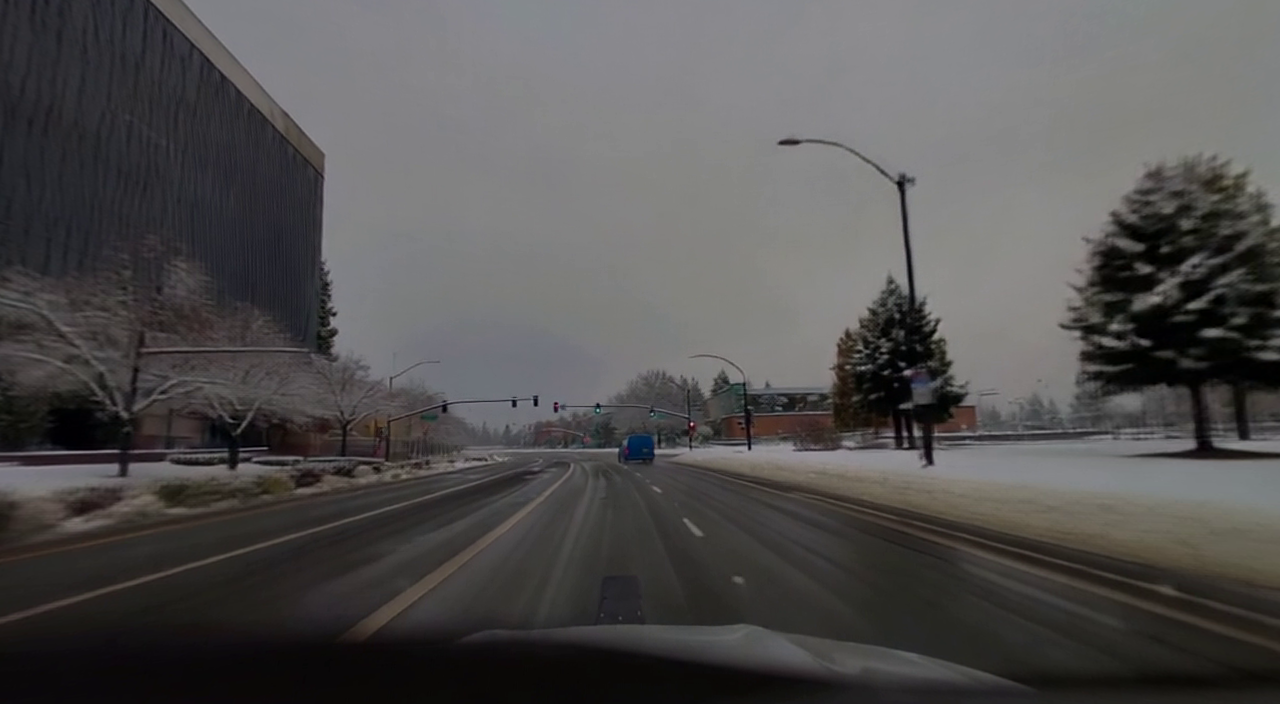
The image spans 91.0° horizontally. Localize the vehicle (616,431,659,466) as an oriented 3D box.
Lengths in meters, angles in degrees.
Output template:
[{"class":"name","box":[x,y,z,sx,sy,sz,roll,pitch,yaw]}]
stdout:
[{"class":"vehicle","box":[-0.258,6.607,43.410,2.339,2.244,4.817,1,-8,-8]}]
